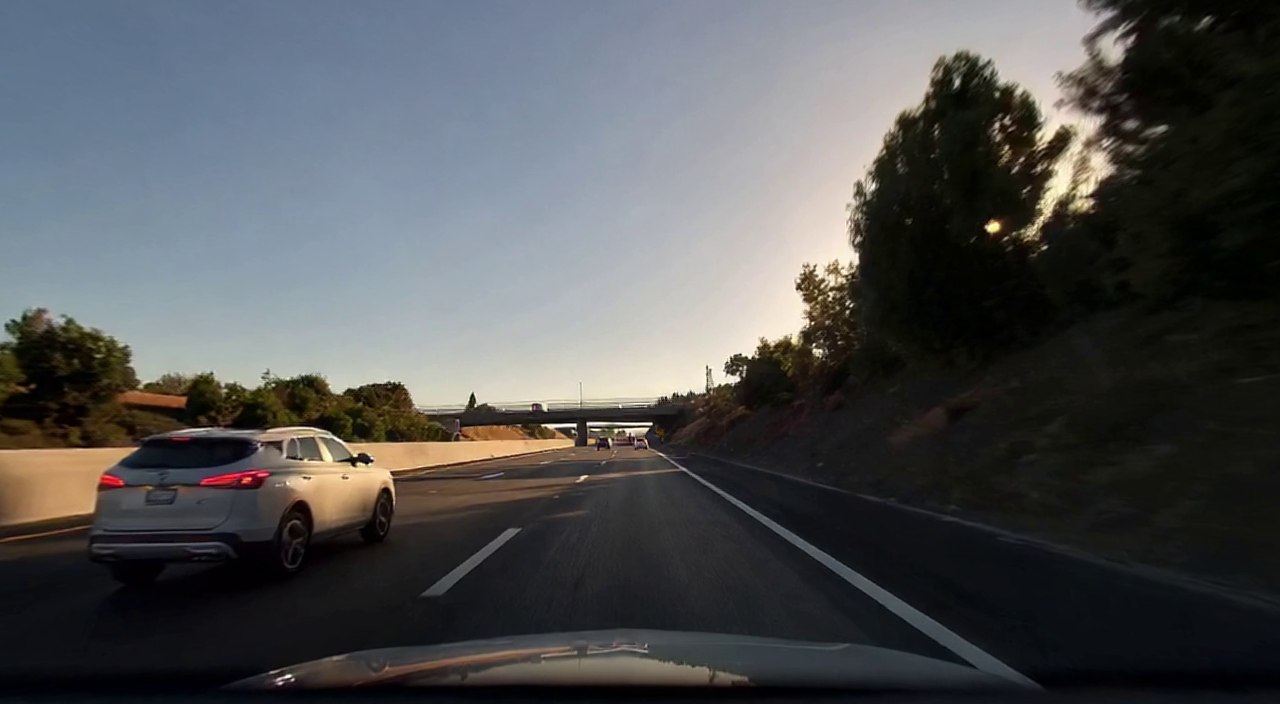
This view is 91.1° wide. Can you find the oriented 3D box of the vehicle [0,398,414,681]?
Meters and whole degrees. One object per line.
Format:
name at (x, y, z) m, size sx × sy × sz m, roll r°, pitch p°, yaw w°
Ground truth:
vehicle at (-3.889, 1.353, 5.786) m, size 2.039 × 1.589 × 4.324 m, roll 0°, pitch -8°, yaw 0°
